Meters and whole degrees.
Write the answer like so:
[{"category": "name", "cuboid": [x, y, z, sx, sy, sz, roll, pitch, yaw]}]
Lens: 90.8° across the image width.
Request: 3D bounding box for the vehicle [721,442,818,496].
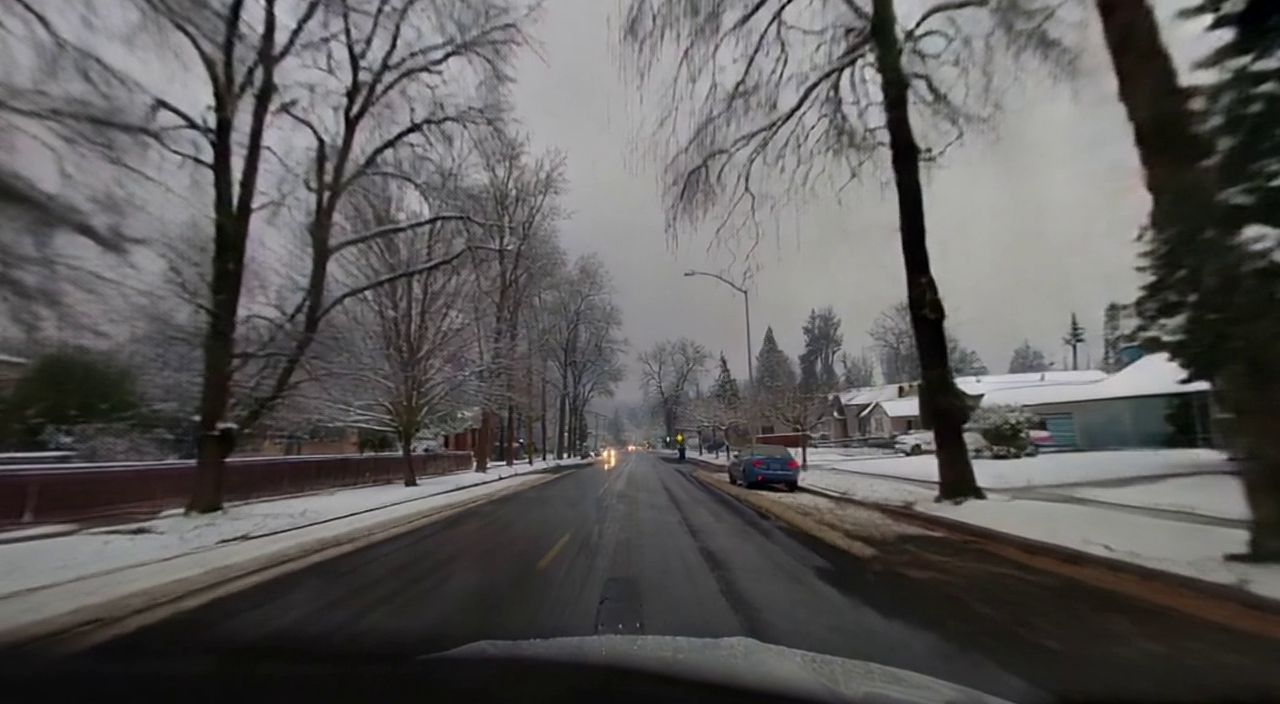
[{"category": "vehicle", "cuboid": [3.852, 3.558, 19.623, 2.013, 1.473, 4.329, 0, -9, -1]}]
